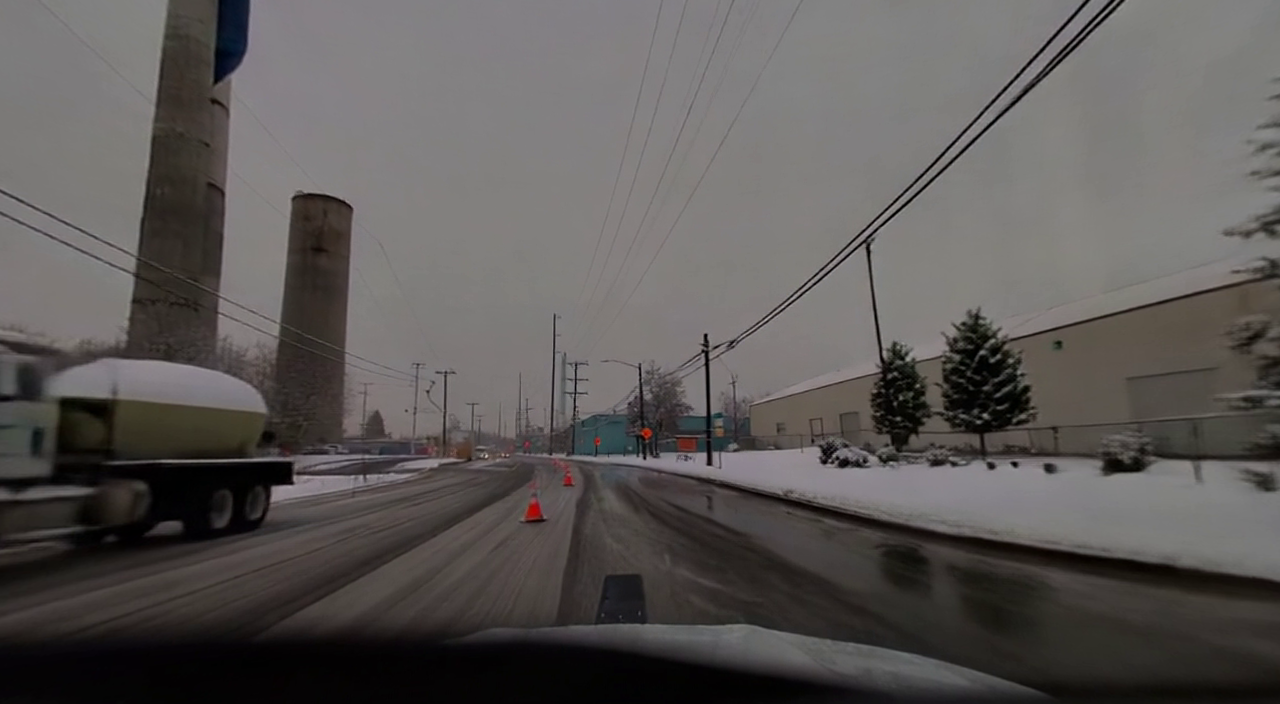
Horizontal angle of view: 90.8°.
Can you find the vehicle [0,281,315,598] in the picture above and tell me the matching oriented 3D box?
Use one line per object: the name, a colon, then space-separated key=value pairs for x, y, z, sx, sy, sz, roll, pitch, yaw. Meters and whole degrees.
vehicle: x=-8.144 y=1.370 z=9.167 sx=2.991 sy=3.173 sz=7.929 roll=-1 pitch=-9 yaw=-3
